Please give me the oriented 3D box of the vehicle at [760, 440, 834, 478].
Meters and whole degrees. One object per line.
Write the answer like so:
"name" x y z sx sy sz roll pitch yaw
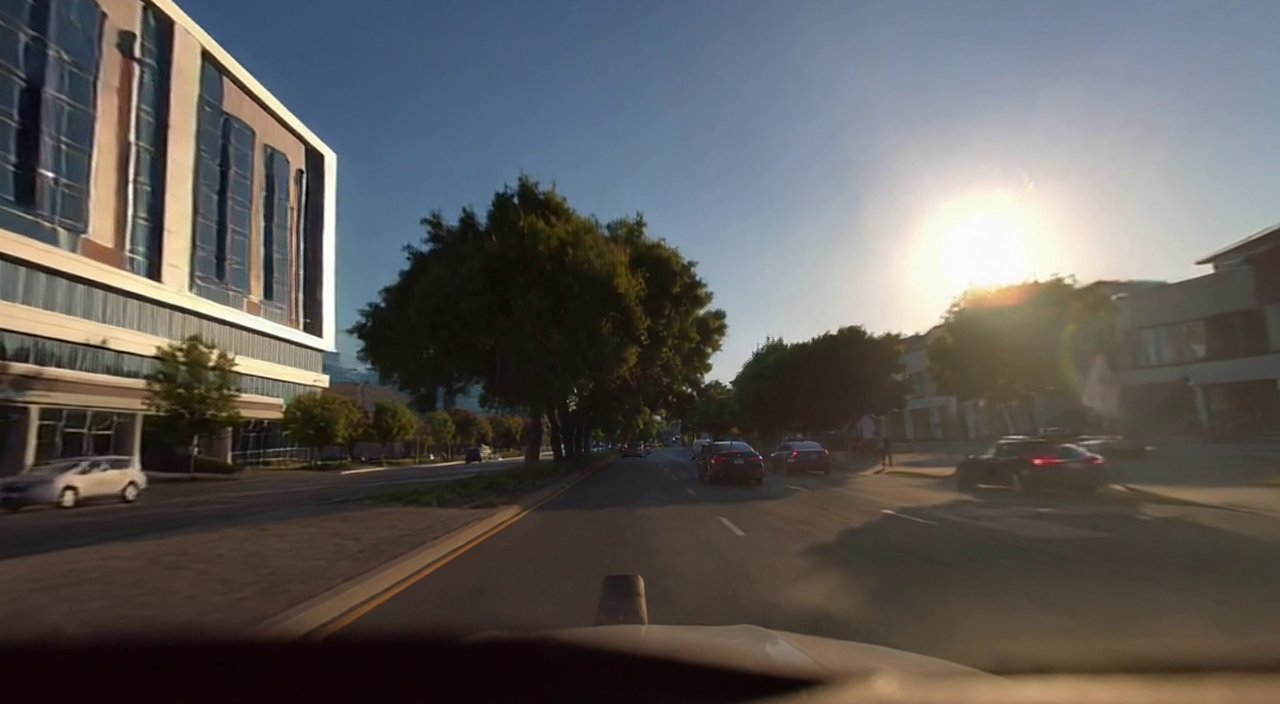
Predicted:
"vehicle" 6.366 4.368 26.131 1.912 1.411 4.380 0 -8 -1

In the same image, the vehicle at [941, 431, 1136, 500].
"vehicle" 9.944 2.853 16.359 2.003 1.511 4.670 0 -8 0

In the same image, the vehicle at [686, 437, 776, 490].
"vehicle" 2.780 3.546 20.439 2.131 1.491 4.496 0 -8 -1

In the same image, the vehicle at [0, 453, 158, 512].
"vehicle" -19.616 4.397 21.870 2.071 1.743 4.749 0 -8 0
